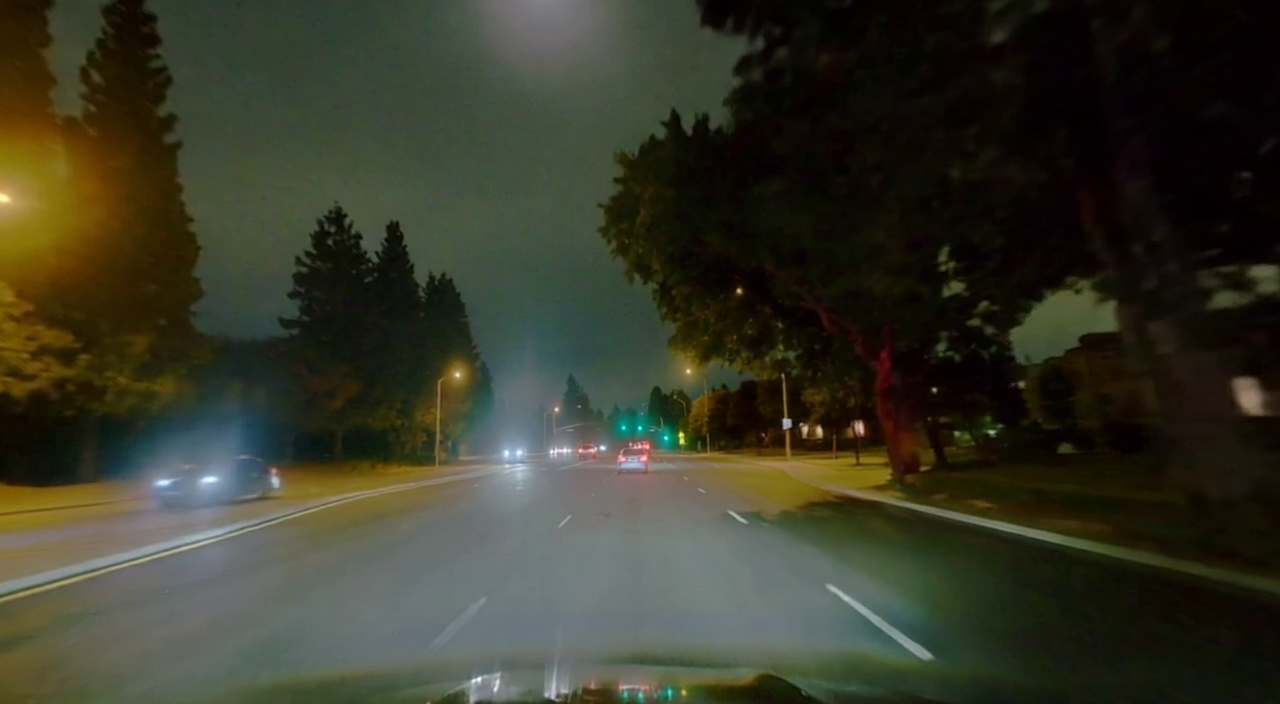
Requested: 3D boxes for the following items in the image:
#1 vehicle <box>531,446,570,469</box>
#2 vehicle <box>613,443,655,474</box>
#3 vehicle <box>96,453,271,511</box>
[{"bbox_3d":[-6.039,7.172,42.918,2.014,1.472,4.357,0,-9,0],"label":"vehicle"},{"bbox_3d":[-0.248,5.667,33.706,2.106,1.517,4.375,0,-9,1],"label":"vehicle"},{"bbox_3d":[-13.772,3.911,19.435,1.949,1.517,4.459,0,-9,1],"label":"vehicle"}]
